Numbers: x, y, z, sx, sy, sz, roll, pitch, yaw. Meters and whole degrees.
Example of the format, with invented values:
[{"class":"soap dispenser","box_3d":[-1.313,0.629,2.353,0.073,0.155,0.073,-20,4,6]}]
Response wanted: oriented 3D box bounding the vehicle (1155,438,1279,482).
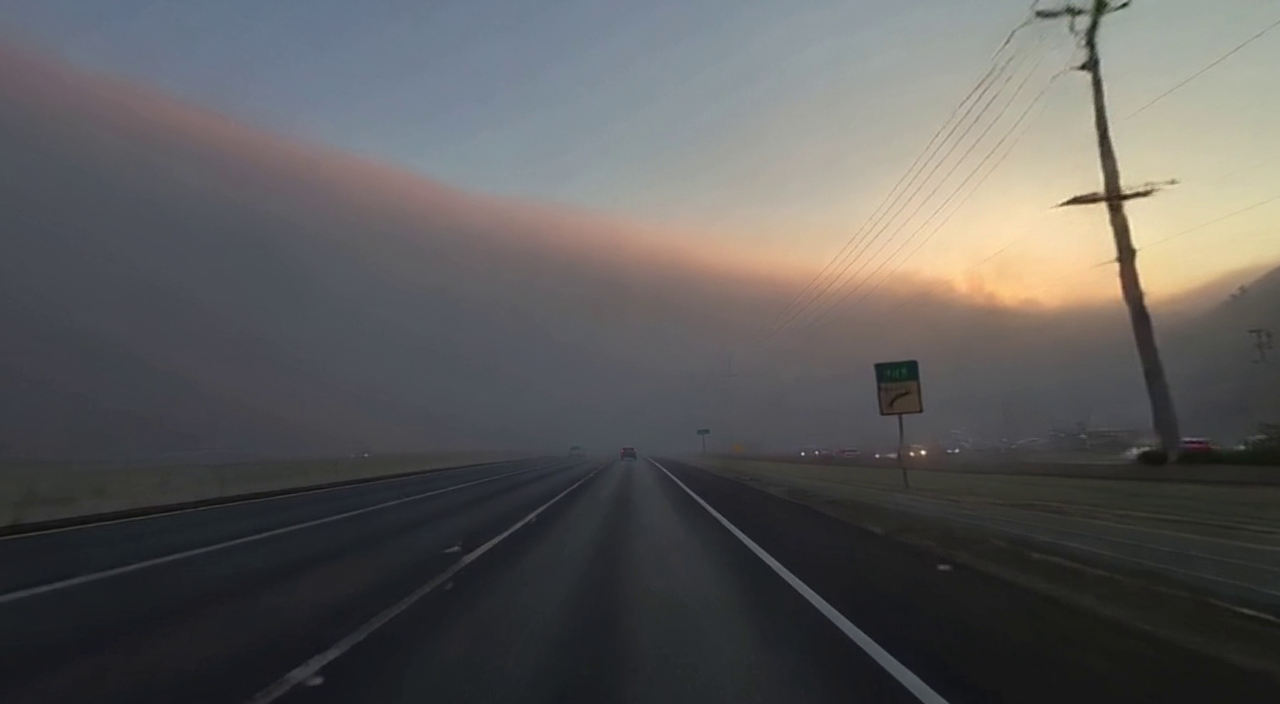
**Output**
[{"class":"vehicle","box_3d":[27.134,4.608,27.757,2.662,1.574,14.296,-5,-9,21]}]
